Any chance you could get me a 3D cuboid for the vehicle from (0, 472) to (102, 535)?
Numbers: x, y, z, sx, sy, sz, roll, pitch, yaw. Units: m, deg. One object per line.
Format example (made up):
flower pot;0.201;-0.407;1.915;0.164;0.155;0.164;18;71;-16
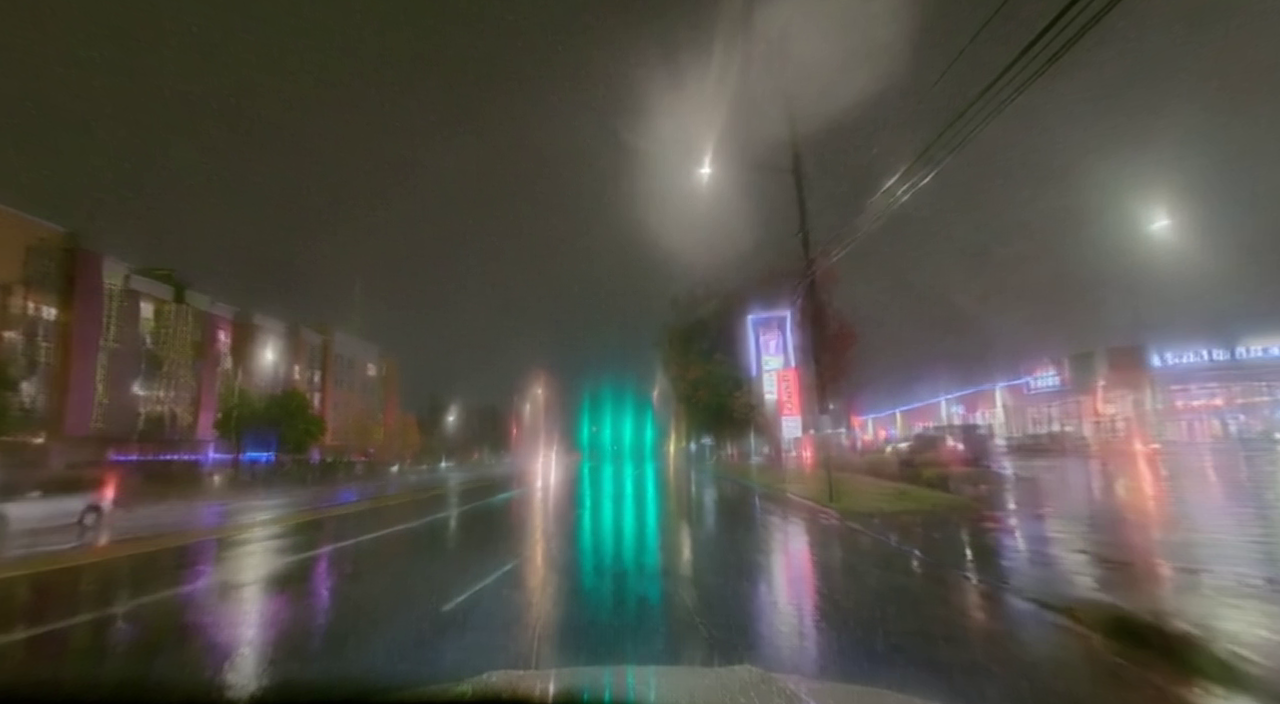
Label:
vehicle;-17.119;3.984;16.542;1.834;1.469;4.496;0;-9;2
